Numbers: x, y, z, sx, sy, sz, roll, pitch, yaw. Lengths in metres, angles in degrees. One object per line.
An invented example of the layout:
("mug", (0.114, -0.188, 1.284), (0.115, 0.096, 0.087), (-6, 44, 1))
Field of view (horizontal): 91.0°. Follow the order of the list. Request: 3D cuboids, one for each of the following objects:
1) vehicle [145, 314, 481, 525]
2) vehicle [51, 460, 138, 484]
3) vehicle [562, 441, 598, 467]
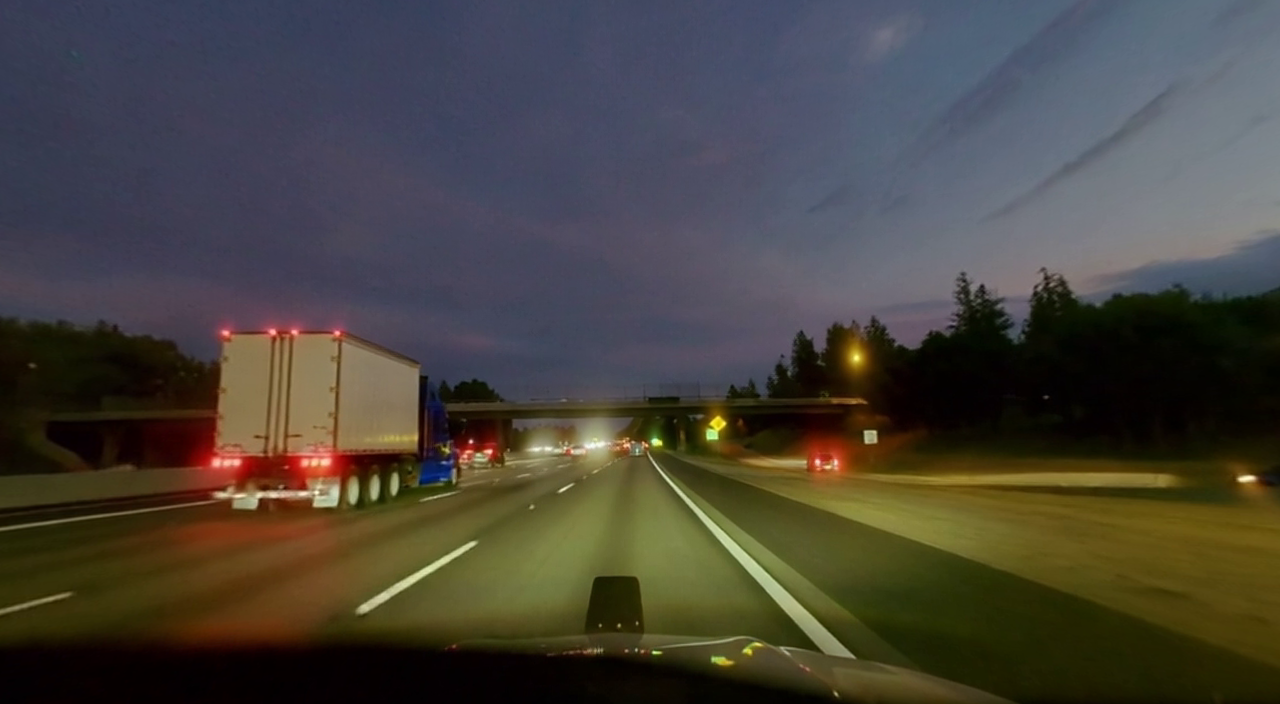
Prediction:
("vehicle", (-7.240, 1.958, 16.684), (3.303, 3.868, 10.298), (0, -9, 0))
("vehicle", (-39.762, 8.722, 46.076), (1.867, 1.579, 5.040), (0, -9, 0))
("vehicle", (-4.174, 7.195, 44.612), (2.094, 1.695, 4.260), (0, -9, 0))
